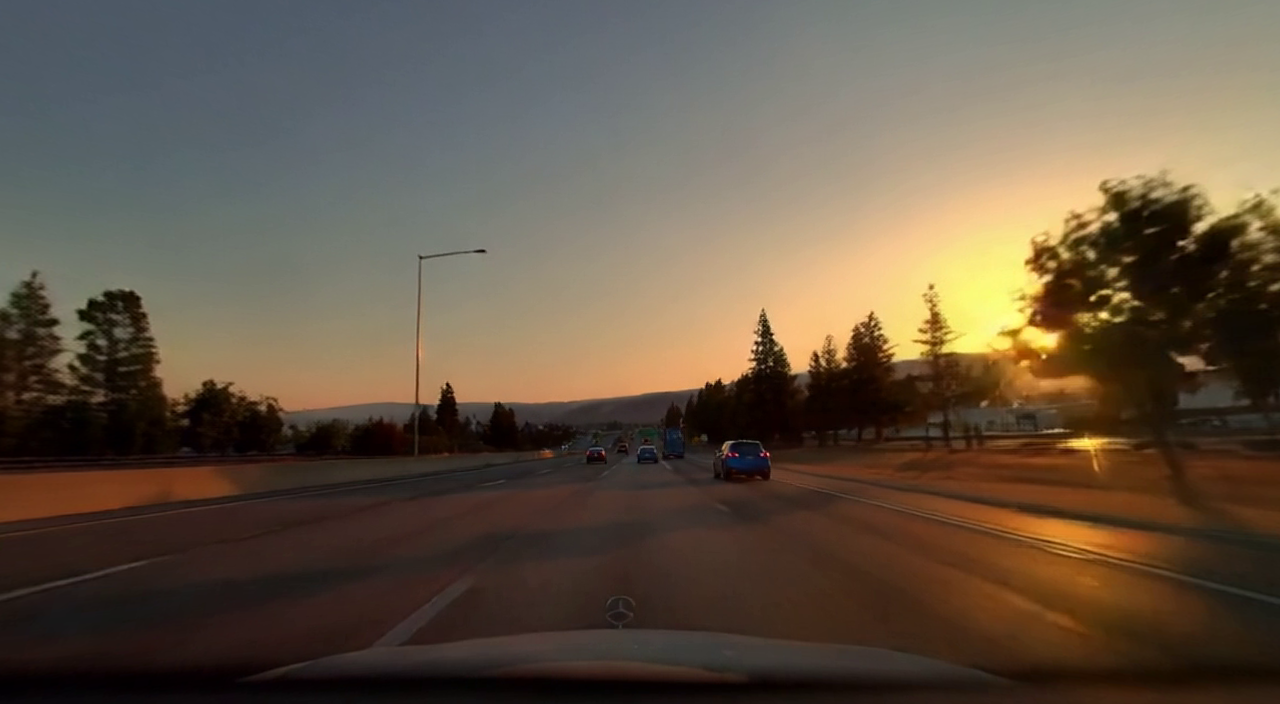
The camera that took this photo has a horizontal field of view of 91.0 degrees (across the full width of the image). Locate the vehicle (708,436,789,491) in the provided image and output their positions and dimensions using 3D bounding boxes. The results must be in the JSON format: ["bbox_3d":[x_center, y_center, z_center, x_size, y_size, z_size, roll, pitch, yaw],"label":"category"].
[{"bbox_3d":[3.713,3.911,22.437,2.082,1.720,4.393,1,-9,0],"label":"vehicle"}]

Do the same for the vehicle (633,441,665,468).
[{"bbox_3d":[0.607,7.291,44.932,2.205,1.785,4.423,1,-9,0],"label":"vehicle"}]
